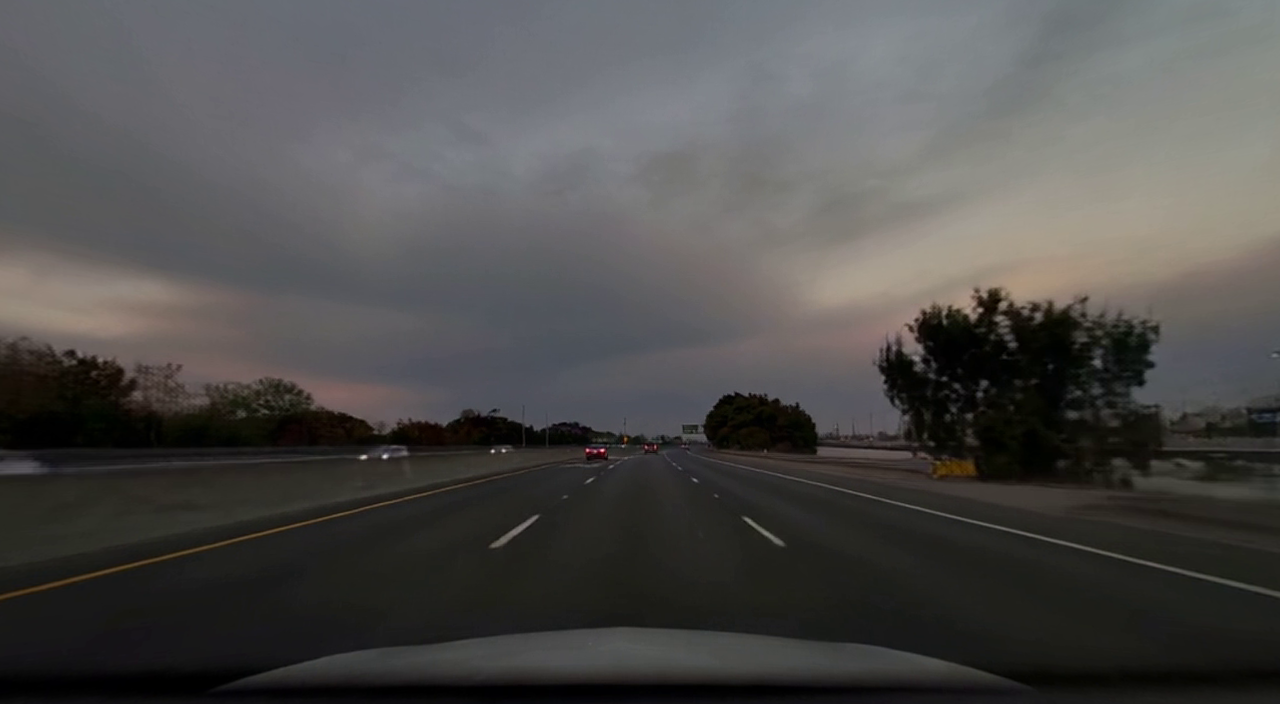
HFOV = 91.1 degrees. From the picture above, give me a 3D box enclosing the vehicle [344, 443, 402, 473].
[{"bbox_3d":[-16.406,6.522,38.858,1.815,1.684,4.105,0,-9,-1],"label":"vehicle"}]
